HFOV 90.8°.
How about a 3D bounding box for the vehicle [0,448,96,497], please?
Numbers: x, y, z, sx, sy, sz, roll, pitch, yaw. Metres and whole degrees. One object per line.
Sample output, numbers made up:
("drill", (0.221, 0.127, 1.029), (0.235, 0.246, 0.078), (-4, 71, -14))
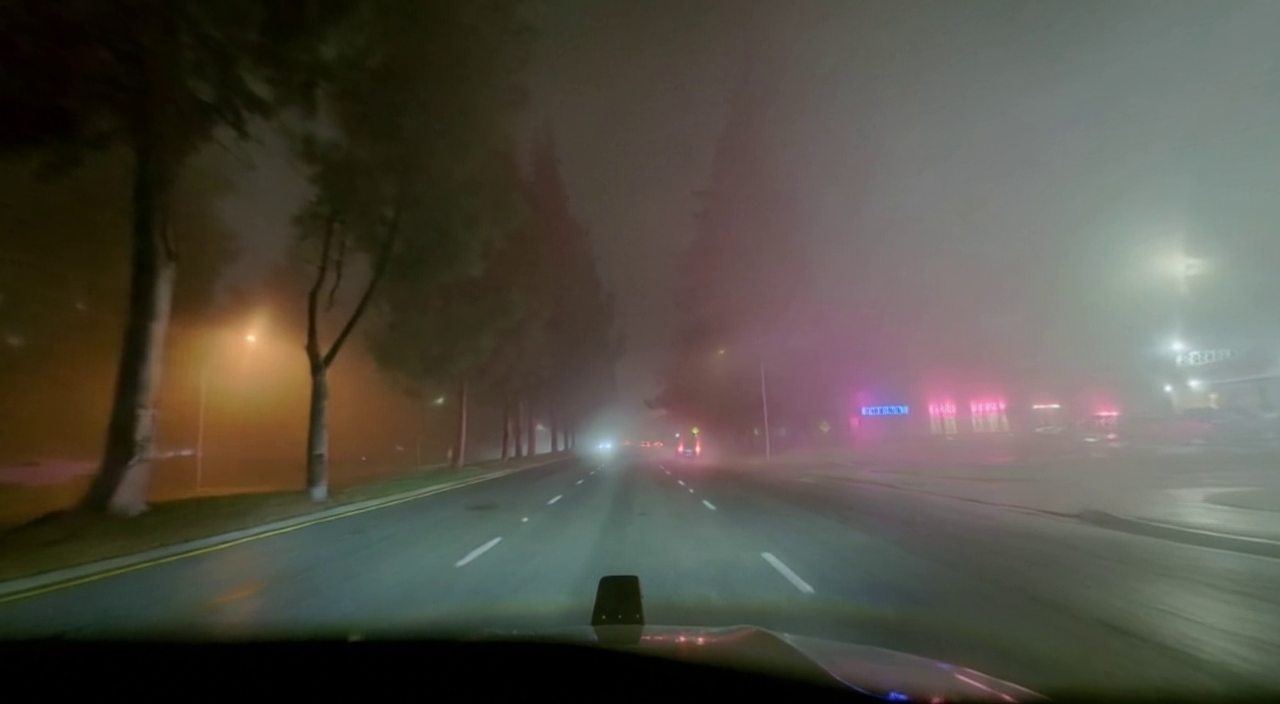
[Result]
("vehicle", (-35.181, 6.862, 36.402), (2.182, 2.543, 6.006), (0, -8, 0))

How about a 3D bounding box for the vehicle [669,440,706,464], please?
("vehicle", (3.145, 6.746, 42.714), (2.033, 1.482, 4.571), (0, -8, -2))

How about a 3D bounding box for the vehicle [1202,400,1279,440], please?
("vehicle", (27.643, 3.001, 27.506), (2.037, 1.633, 4.447), (0, -8, -3))

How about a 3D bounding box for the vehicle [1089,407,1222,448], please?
("vehicle", (21.783, 3.270, 26.982), (1.911, 1.604, 4.411), (0, -8, -1))
